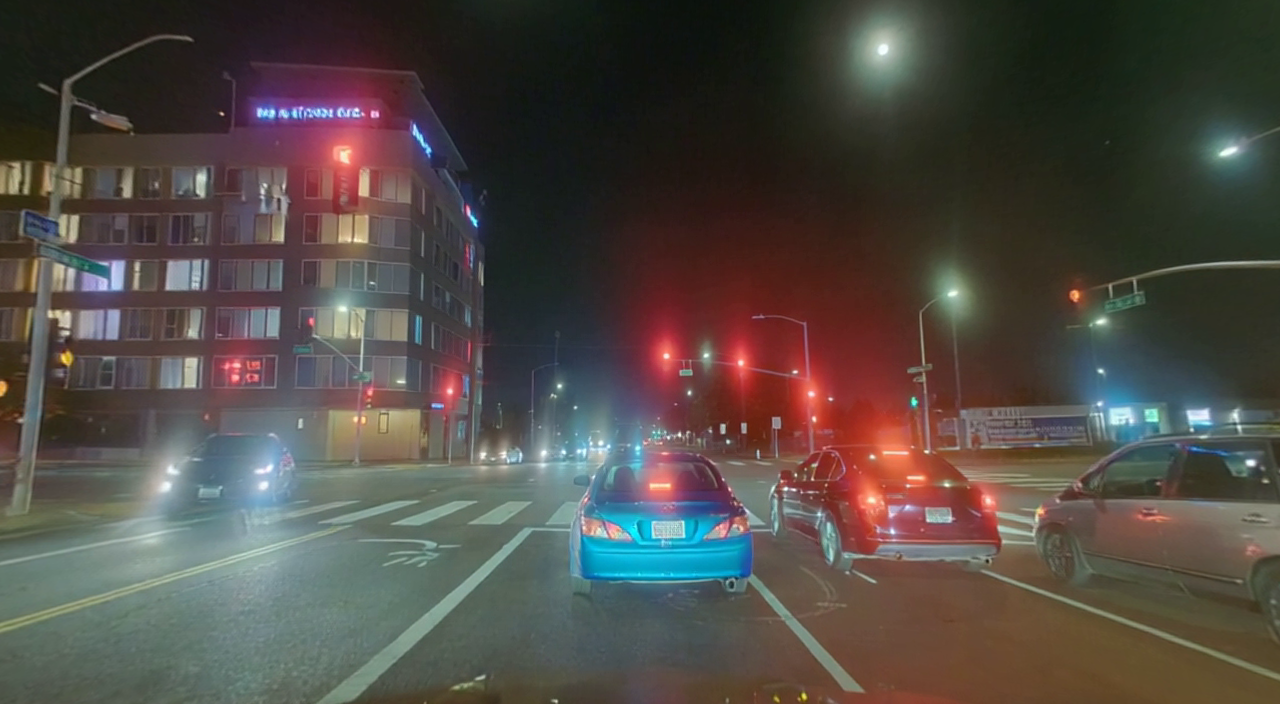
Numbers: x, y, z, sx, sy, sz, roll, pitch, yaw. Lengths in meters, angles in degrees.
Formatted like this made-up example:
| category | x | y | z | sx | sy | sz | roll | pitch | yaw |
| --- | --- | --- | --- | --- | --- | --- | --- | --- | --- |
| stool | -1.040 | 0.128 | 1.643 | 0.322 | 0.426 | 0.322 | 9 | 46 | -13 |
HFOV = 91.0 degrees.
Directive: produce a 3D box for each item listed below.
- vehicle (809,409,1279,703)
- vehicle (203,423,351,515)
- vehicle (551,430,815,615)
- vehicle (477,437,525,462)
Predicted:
| category | x | y | z | sx | sy | sz | roll | pitch | yaw |
| --- | --- | --- | --- | --- | --- | --- | --- | --- | --- |
| vehicle | 2.810 | 1.285 | 4.561 | 1.961 | 1.498 | 4.356 | 0 | -8 | 0 |
| vehicle | -9.490 | 2.882 | 16.154 | 2.338 | 1.889 | 5.998 | 6 | -11 | -37 |
| vehicle | 0.251 | 1.678 | 7.195 | 2.132 | 1.464 | 4.089 | 0 | -8 | -3 |
| vehicle | -9.401 | 6.635 | 42.909 | 2.030 | 1.596 | 3.912 | -1 | -8 | 5 |
